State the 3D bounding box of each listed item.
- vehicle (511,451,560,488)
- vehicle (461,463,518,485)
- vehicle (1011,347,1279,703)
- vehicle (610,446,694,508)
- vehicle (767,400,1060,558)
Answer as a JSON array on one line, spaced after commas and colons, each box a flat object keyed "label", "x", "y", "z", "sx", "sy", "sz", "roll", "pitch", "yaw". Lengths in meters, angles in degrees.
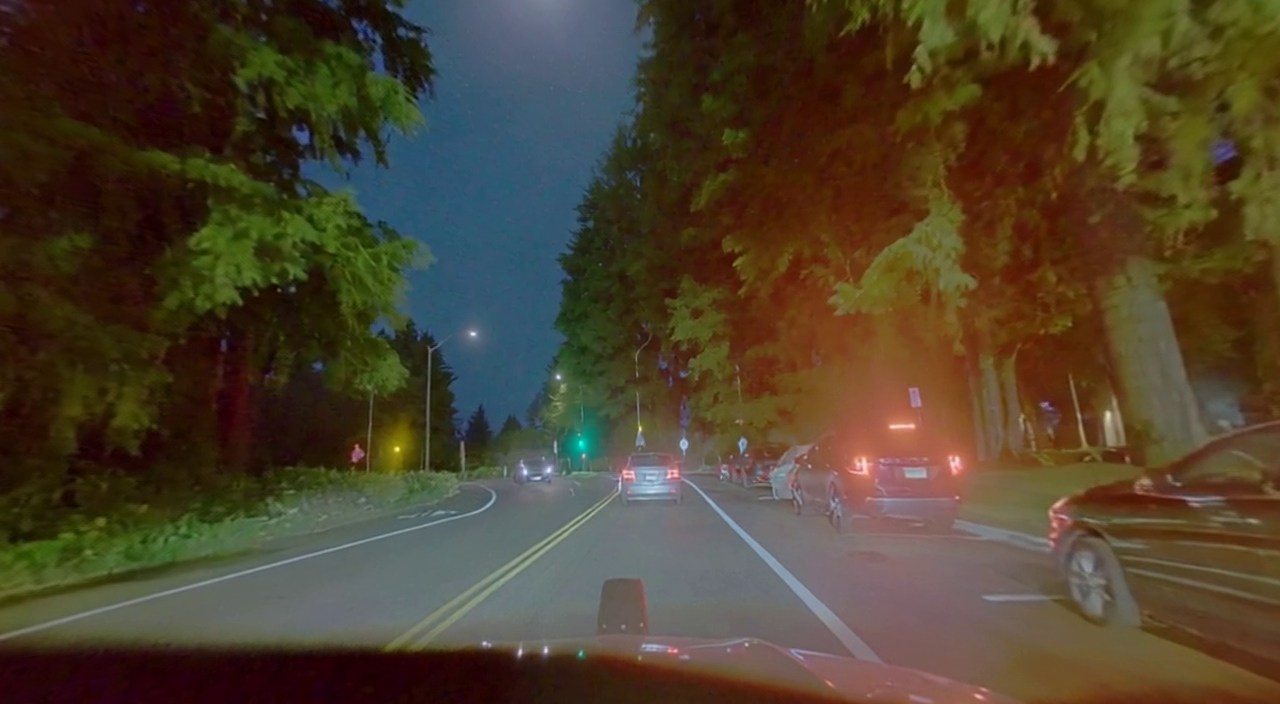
[{"label": "vehicle", "x": -6.233, "y": 6.839, "z": 37.110, "sx": 2.131, "sy": 1.961, "sz": 4.955, "roll": 2, "pitch": -9, "yaw": -17}, {"label": "vehicle", "x": -11.785, "y": 9.474, "z": 49.156, "sx": 2.087, "sy": 1.544, "sz": 4.811, "roll": 8, "pitch": -12, "yaw": -44}, {"label": "vehicle", "x": 4.101, "y": 0.874, "z": 2.865, "sx": 2.093, "sy": 1.822, "sz": 4.483, "roll": 0, "pitch": -8, "yaw": 1}, {"label": "vehicle", "x": 0.371, "y": 3.448, "z": 17.858, "sx": 2.078, "sy": 1.521, "sz": 4.058, "roll": 0, "pitch": -8, "yaw": 2}, {"label": "vehicle", "x": 4.191, "y": 2.113, "z": 11.432, "sx": 2.484, "sy": 2.037, "sz": 6.362, "roll": 0, "pitch": -8, "yaw": 0}]
